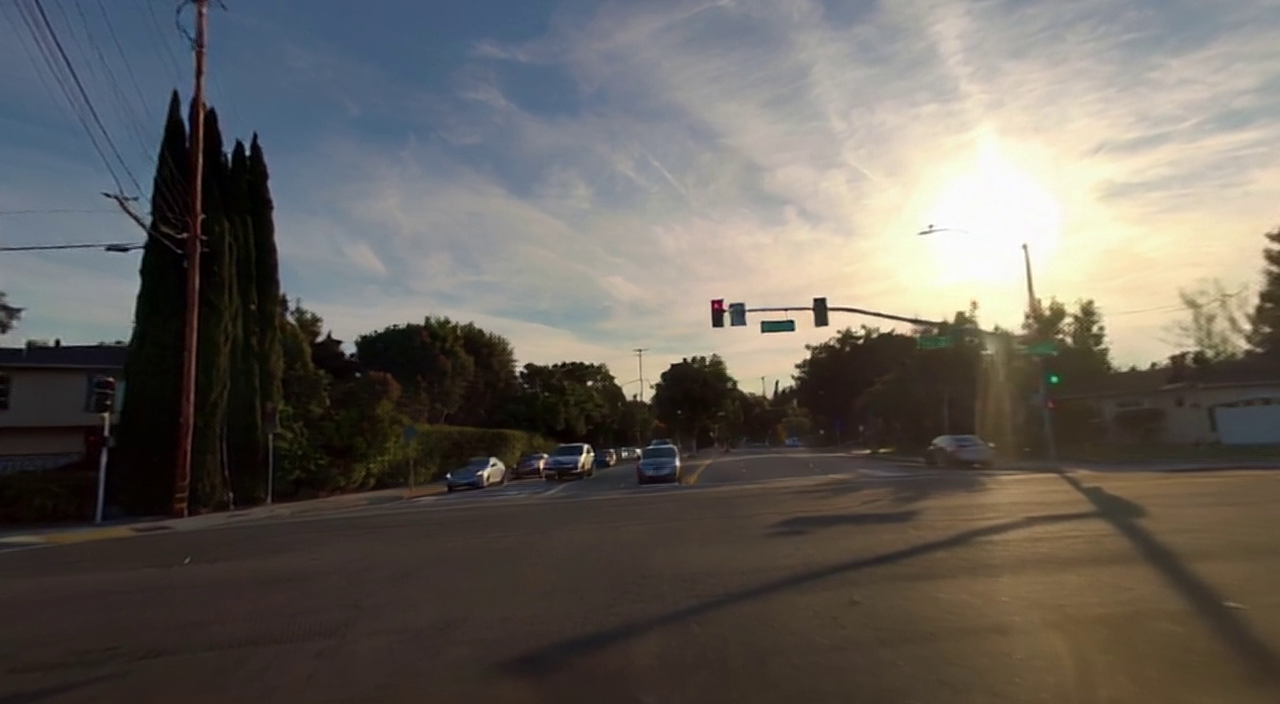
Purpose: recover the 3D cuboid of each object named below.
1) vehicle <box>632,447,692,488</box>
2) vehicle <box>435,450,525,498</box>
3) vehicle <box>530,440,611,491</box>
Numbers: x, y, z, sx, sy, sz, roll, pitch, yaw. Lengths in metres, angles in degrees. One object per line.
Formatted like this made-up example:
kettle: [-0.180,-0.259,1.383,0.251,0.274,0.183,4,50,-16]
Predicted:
vehicle: [0.983,4.621,25.721,2.174,1.477,4.805,-1,-9,5]
vehicle: [-6.685,5.157,27.108,2.241,1.819,4.690,-1,-9,6]
vehicle: [-2.852,4.873,27.504,2.479,1.977,5.254,-1,-9,5]
